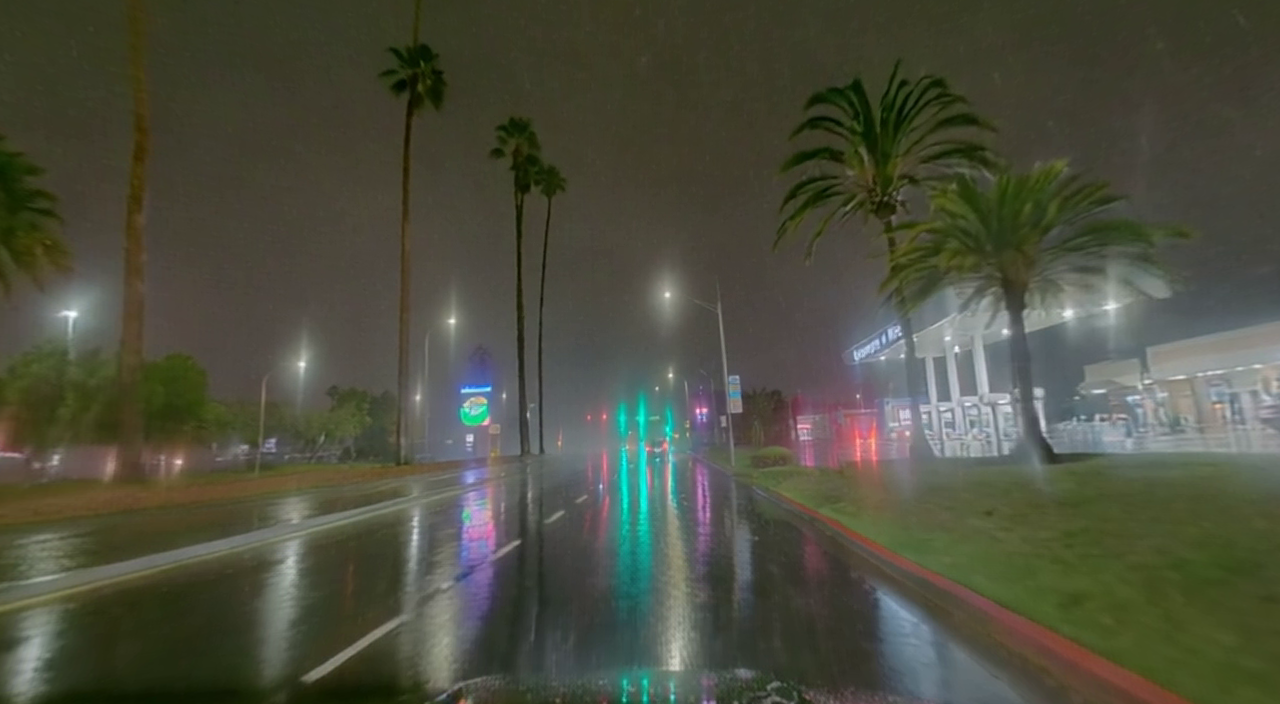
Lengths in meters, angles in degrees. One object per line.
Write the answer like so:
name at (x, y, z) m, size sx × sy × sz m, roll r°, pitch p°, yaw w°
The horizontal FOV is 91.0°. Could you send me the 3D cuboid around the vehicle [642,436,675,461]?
vehicle at (1.229, 6.247, 40.963) m, size 2.050 × 1.509 × 4.148 m, roll 0°, pitch -8°, yaw 2°
